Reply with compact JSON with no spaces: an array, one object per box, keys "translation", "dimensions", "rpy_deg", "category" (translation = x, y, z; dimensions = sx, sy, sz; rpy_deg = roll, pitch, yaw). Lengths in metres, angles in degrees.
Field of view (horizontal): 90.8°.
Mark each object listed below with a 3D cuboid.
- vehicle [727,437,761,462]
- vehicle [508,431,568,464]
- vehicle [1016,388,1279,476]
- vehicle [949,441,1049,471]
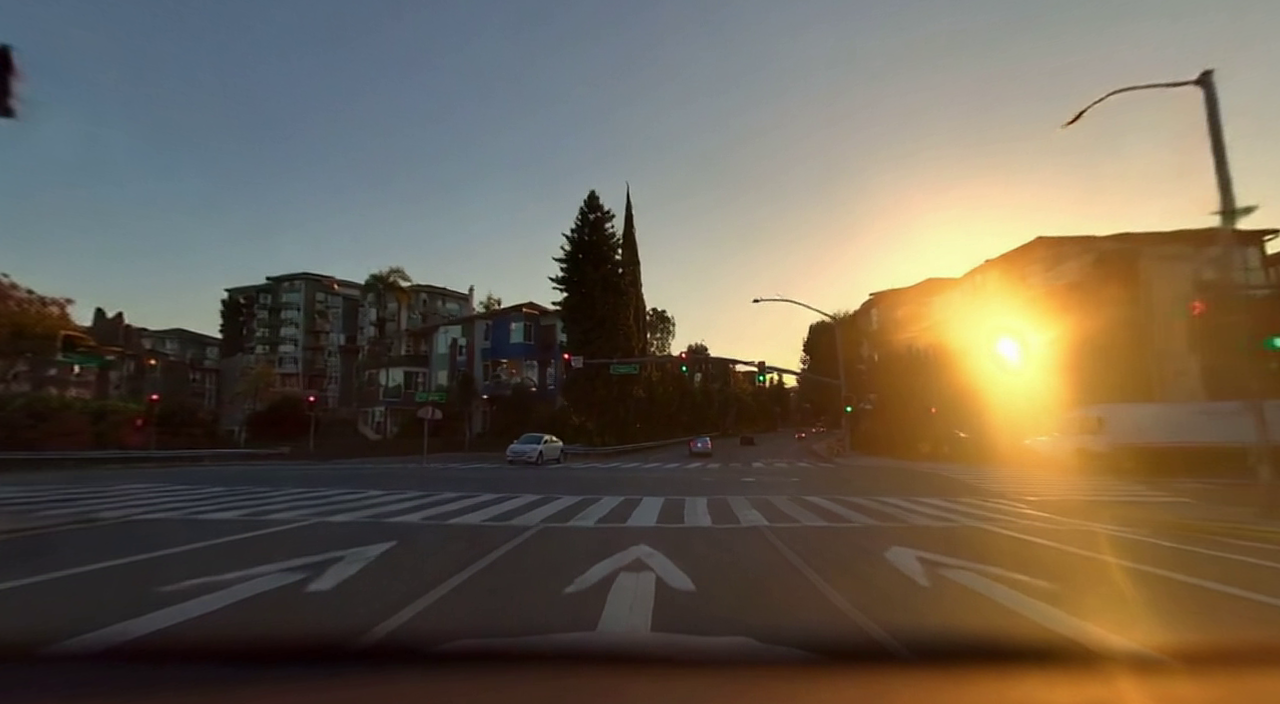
[{"translation":[7.487,6.989,45.389],"dimensions":[2.255,1.708,4.328],"rpy_deg":[-2,-9,9],"category":"vehicle"},{"translation":[-6.278,5.977,39.416],"dimensions":[2.296,1.798,5.303],"rpy_deg":[-5,-9,6],"category":"vehicle"},{"translation":[23.465,3.424,26.712],"dimensions":[12.701,3.428,3.061],"rpy_deg":[-1,-9,5],"category":"vehicle"},{"translation":[20.041,5.771,35.353],"dimensions":[4.580,1.557,2.023],"rpy_deg":[-6,-11,35],"category":"vehicle"}]
